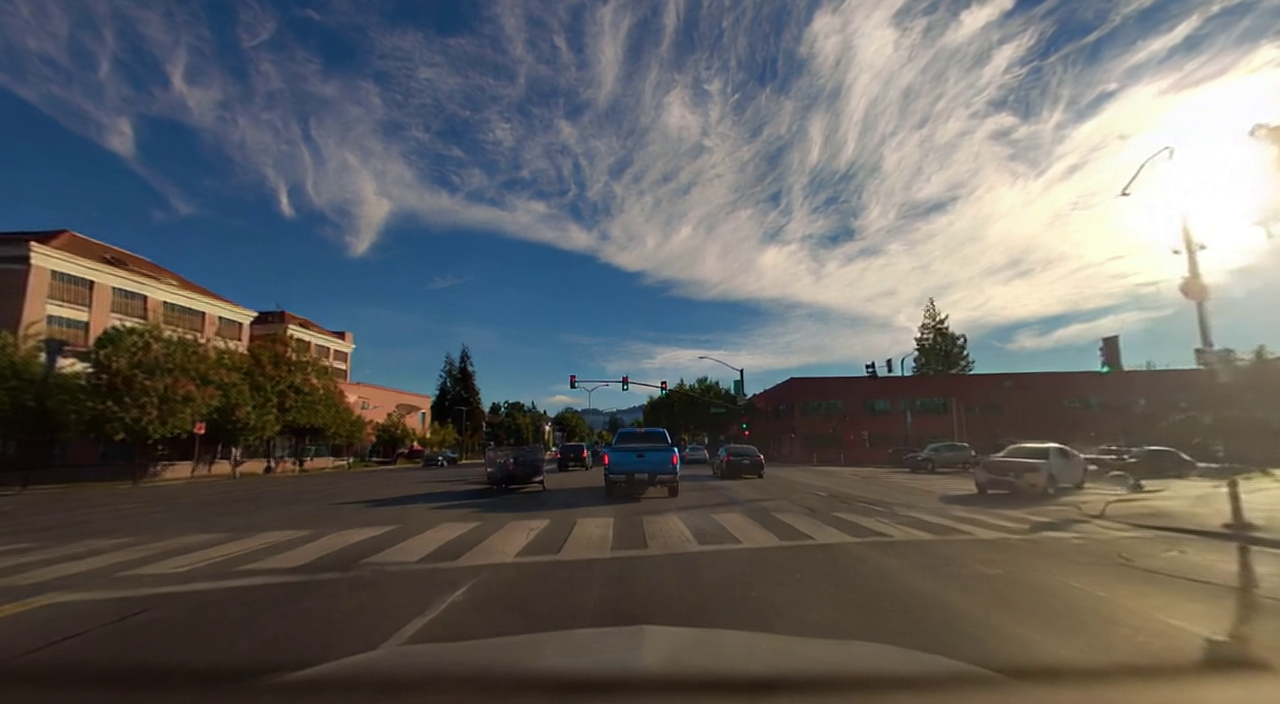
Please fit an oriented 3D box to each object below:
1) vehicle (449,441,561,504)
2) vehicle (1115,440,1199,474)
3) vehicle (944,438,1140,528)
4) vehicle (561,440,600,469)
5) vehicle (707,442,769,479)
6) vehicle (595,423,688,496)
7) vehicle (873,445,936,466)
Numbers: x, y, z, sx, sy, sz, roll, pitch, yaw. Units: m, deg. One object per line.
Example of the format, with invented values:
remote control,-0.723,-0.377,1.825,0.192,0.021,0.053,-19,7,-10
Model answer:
vehicle,-3.474,3.168,17.142,1.986,1.465,4.509,0,-8,1
vehicle,31.709,6.402,38.610,5.227,1.935,2.289,5,-10,-32
vehicle,9.386,3.027,15.301,2.126,1.820,4.521,-1,-8,6
vehicle,-3.647,6.415,39.550,2.018,1.700,4.142,0,-8,0
vehicle,4.245,4.774,28.053,1.968,1.472,4.456,0,-8,-1
vehicle,0.038,3.265,19.447,2.493,1.934,4.957,0,-8,0
vehicle,19.902,7.731,47.393,4.417,1.492,1.943,4,-9,-27
